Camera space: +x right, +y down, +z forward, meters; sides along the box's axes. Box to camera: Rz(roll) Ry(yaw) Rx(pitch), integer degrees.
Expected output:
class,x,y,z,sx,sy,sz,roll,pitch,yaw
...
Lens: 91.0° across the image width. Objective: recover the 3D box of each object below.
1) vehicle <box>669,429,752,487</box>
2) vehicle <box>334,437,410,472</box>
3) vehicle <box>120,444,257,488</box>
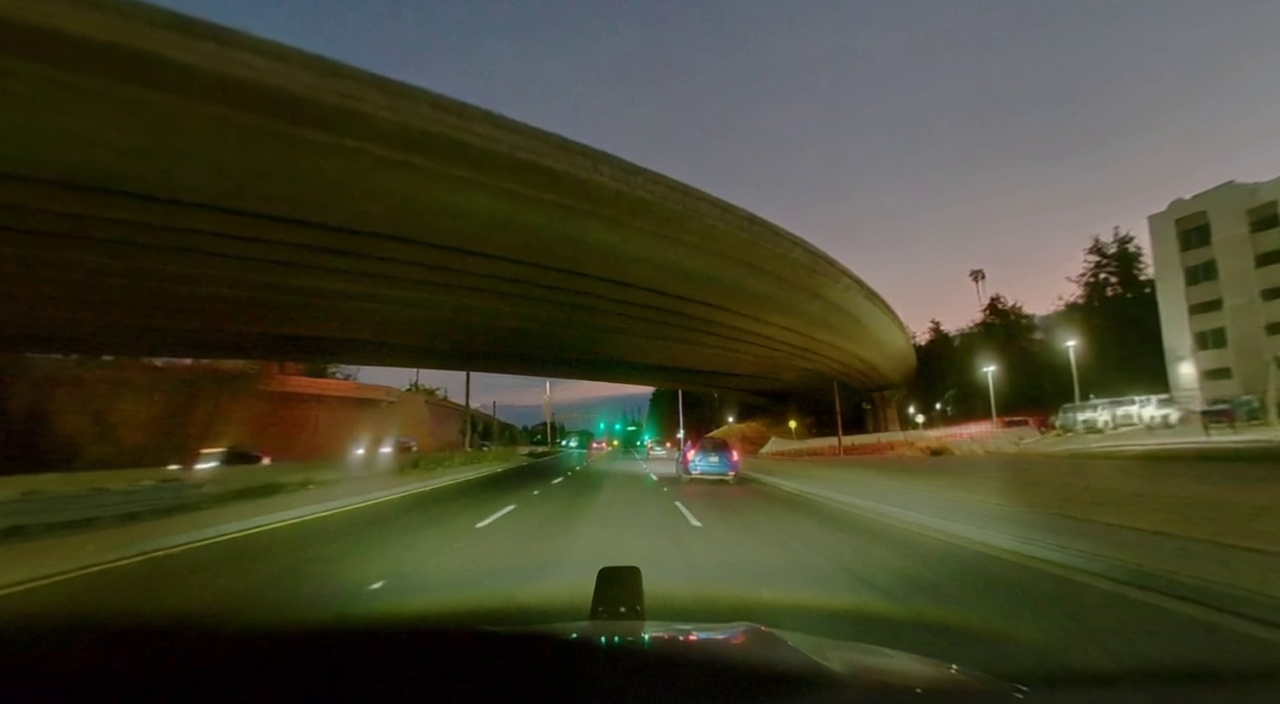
class,x,y,z,sx,sy,sz,roll,pitch,yaw
vehicle,2.211,3.519,21.098,2.110,1.712,4.489,0,-8,-2
vehicle,-13.902,5.337,33.000,2.052,1.690,4.458,0,-8,-1
vehicle,-16.863,4.253,23.870,1.883,1.506,4.535,0,-8,-2
